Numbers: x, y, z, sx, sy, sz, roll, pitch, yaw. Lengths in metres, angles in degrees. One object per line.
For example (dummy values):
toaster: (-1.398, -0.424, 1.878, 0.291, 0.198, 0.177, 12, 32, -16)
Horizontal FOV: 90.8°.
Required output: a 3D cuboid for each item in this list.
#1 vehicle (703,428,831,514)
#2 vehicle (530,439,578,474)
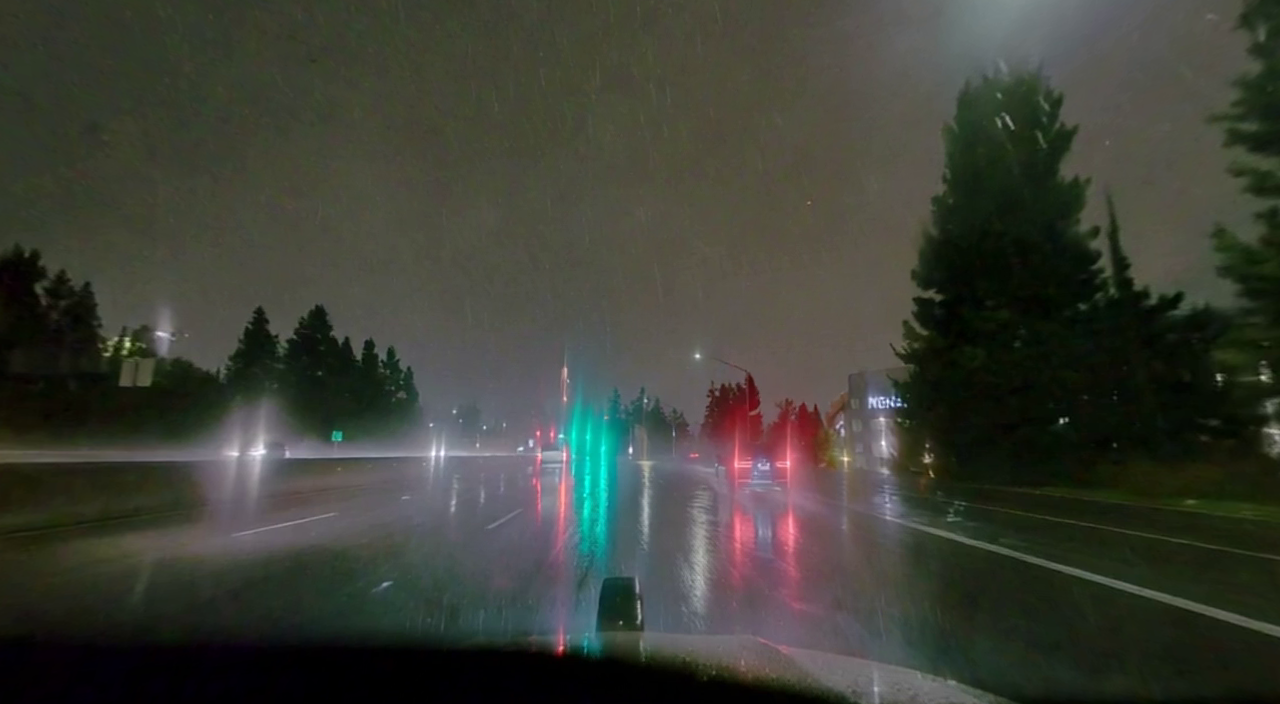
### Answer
vehicle: (2.741, 2.683, 14.758, 1.997, 1.686, 4.247, 0, -8, -2)
vehicle: (-4.784, 5.883, 35.851, 2.160, 1.794, 4.646, 0, -8, -1)
